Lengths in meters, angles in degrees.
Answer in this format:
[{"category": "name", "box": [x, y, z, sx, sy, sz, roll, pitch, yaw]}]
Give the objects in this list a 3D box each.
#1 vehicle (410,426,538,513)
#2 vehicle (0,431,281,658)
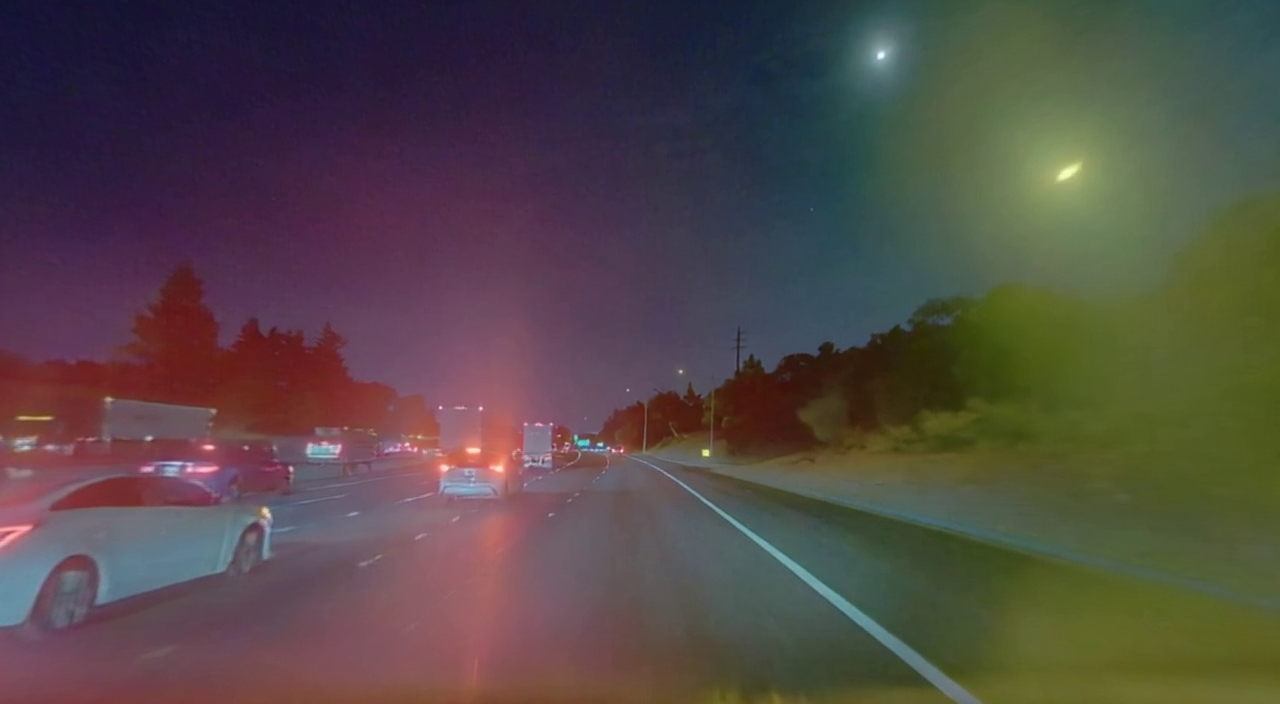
[{"category": "vehicle", "box": [-3.888, 2.838, 15.867, 2.093, 1.785, 5.303, 0, -8, -4]}, {"category": "vehicle", "box": [-5.133, 1.393, 5.071, 1.932, 1.445, 4.625, 0, -8, -2]}]
